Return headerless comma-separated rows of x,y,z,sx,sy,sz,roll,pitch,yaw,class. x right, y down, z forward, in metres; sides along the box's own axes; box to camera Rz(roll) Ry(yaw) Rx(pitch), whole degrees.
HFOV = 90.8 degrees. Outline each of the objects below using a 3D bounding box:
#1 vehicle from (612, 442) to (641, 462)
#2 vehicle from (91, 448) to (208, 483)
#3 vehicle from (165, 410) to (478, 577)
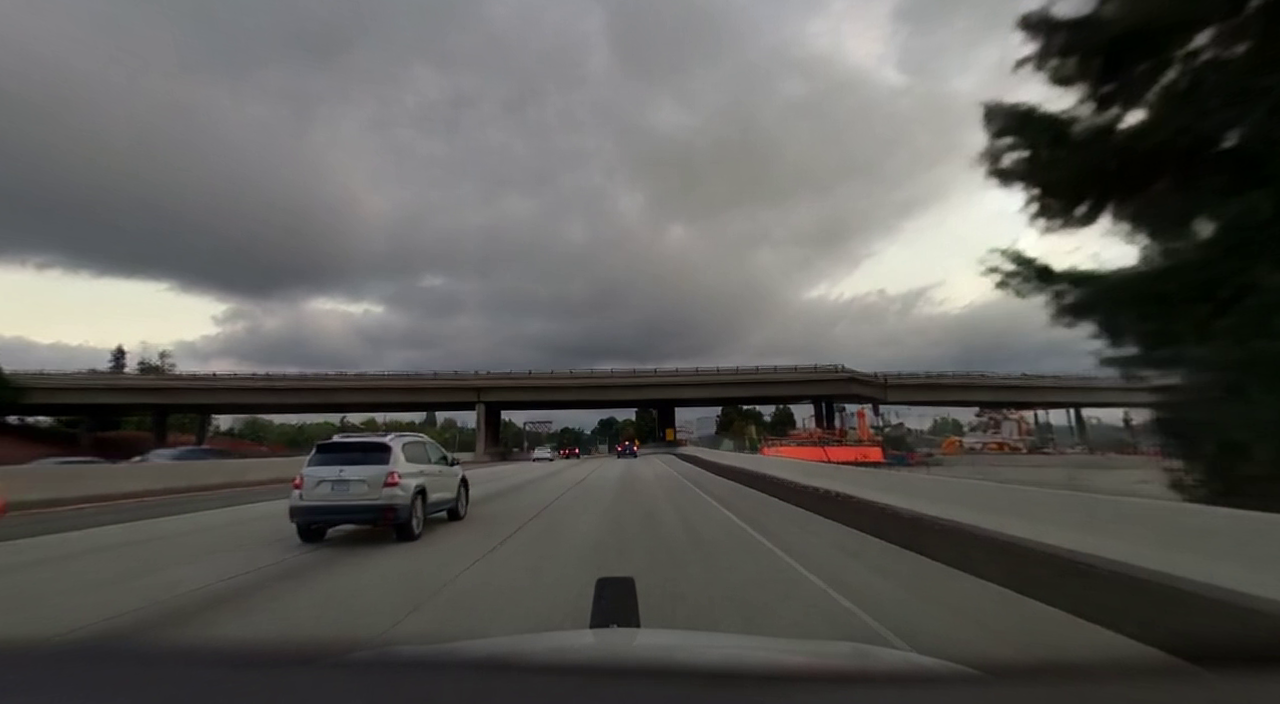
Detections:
-1.050,7.486,47.378,2.051,1.459,4.092,0,-8,-2,vehicle
-24.829,5.739,32.279,1.957,1.617,5.007,0,-9,0,vehicle
-3.718,1.721,8.454,2.024,1.655,4.192,0,-9,-1,vehicle
